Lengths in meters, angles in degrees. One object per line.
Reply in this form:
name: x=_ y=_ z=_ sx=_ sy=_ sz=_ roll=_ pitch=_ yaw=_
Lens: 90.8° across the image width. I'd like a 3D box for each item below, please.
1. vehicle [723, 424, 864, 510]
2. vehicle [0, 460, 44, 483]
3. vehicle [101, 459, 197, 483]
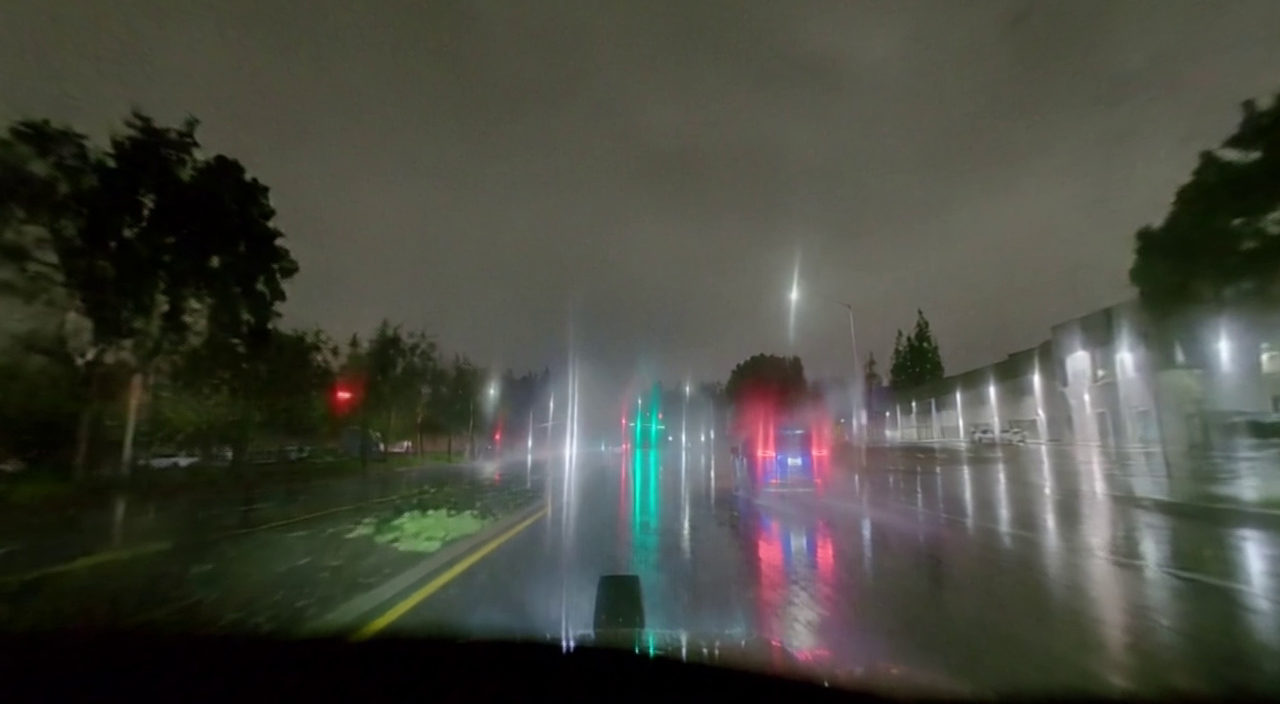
vehicle: x=3.286 y=2.578 z=14.566 sx=2.060 sy=1.665 sz=4.284 roll=0 pitch=-8 yaw=-2
vehicle: x=-44.444 y=8.371 z=44.200 sx=1.793 sy=1.442 sz=3.704 roll=0 pitch=-8 yaw=-1
vehicle: x=-30.938 y=7.491 z=39.889 sx=4.415 sy=1.418 sz=1.961 roll=0 pitch=-8 yaw=-1
